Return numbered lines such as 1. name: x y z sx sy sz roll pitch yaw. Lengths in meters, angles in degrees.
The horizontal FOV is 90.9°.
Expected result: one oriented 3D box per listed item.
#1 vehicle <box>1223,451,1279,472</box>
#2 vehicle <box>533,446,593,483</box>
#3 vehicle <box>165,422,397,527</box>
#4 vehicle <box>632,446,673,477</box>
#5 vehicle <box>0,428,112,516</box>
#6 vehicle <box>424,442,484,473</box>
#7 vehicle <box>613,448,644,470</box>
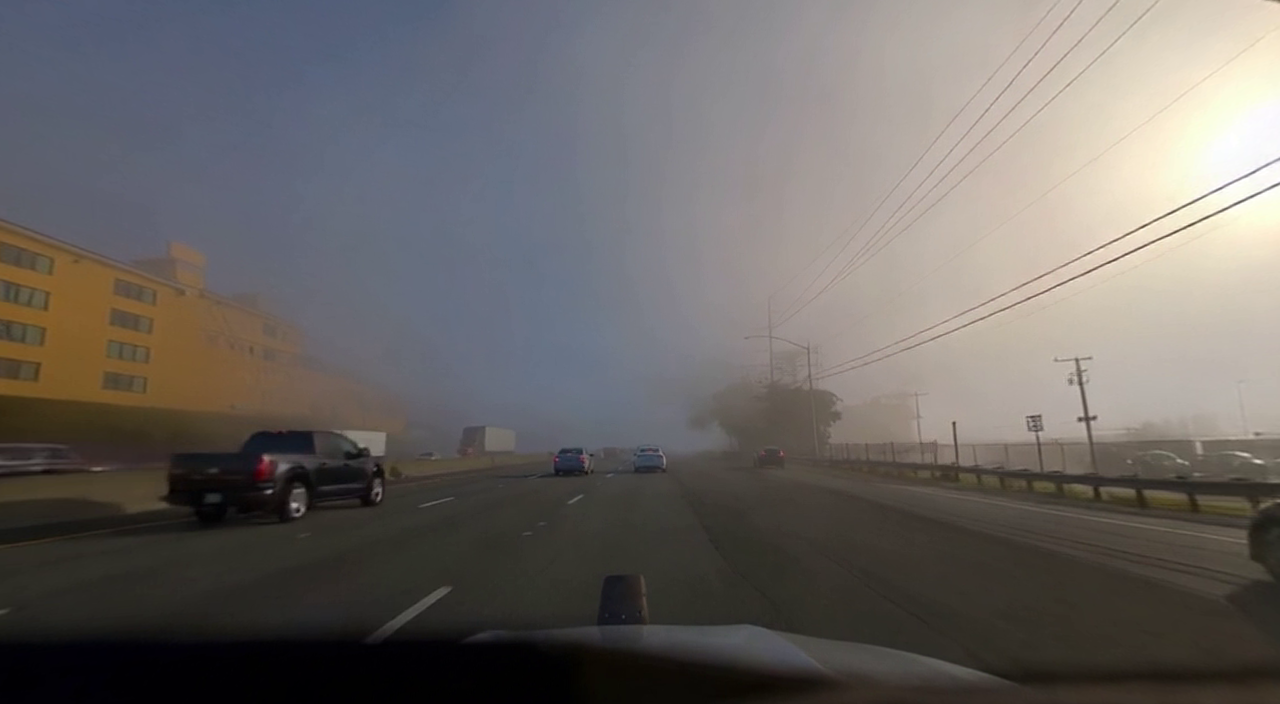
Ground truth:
1. vehicle: 44.399 7.832 45.040 3.496 1.398 1.873 -1 -9 1
2. vehicle: -3.400 5.049 28.741 2.059 1.508 4.662 -1 -8 2
3. vehicle: -7.335 2.524 13.678 2.106 1.827 4.814 -1 -8 1
4. vehicle: 0.660 5.952 34.518 2.107 1.538 3.999 -1 -8 1
5. vehicle: -12.568 2.160 11.290 2.037 1.574 4.757 -1 -8 1
6. vehicle: -12.739 7.238 43.622 2.283 1.915 5.774 -1 -8 2
7. vehicle: -0.823 8.094 47.938 2.034 1.466 4.363 -1 -8 3
